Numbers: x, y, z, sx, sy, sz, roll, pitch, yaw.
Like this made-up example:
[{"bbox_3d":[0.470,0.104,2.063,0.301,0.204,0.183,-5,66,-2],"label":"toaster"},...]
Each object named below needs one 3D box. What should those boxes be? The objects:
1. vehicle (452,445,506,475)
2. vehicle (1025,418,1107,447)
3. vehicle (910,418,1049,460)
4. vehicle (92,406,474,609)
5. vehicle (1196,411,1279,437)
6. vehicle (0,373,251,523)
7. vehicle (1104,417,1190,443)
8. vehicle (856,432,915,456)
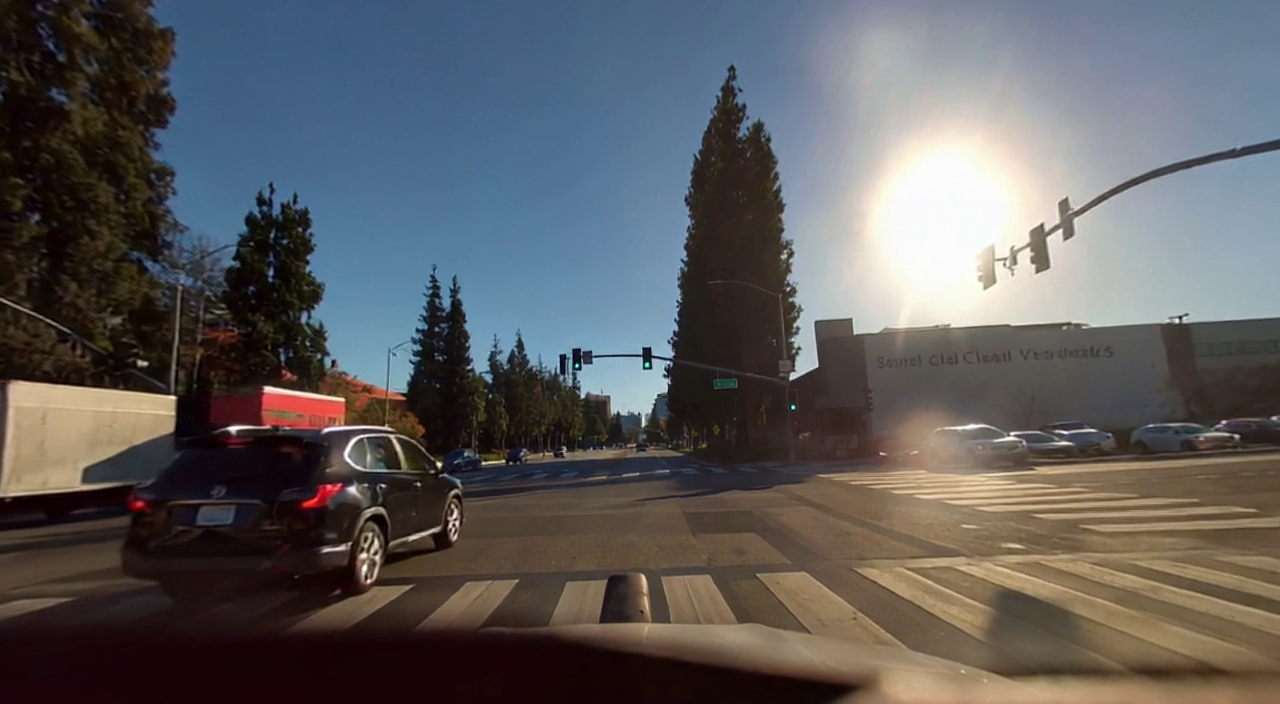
[{"bbox_3d":[-9.283,6.256,36.709,2.026,1.616,4.199,0,-8,0],"label":"vehicle"},{"bbox_3d":[26.373,5.054,39.208,2.011,1.656,4.163,0,-8,-2],"label":"vehicle"},{"bbox_3d":[13.931,3.605,26.067,4.566,1.670,2.000,0,-8,-3],"label":"vehicle"},{"bbox_3d":[-3.517,1.597,7.470,1.934,1.649,4.490,0,-8,-1],"label":"vehicle"},{"bbox_3d":[38.367,4.596,39.983,1.715,1.480,4.701,-1,-9,-1],"label":"vehicle"},{"bbox_3d":[-16.521,2.791,18.437,3.161,3.455,11.058,0,-8,0],"label":"vehicle"},{"bbox_3d":[31.246,4.855,39.004,1.823,1.480,4.003,0,-8,-3],"label":"vehicle"},{"bbox_3d":[17.320,6.486,44.503,3.329,1.415,1.821,-5,-9,3],"label":"vehicle"}]
